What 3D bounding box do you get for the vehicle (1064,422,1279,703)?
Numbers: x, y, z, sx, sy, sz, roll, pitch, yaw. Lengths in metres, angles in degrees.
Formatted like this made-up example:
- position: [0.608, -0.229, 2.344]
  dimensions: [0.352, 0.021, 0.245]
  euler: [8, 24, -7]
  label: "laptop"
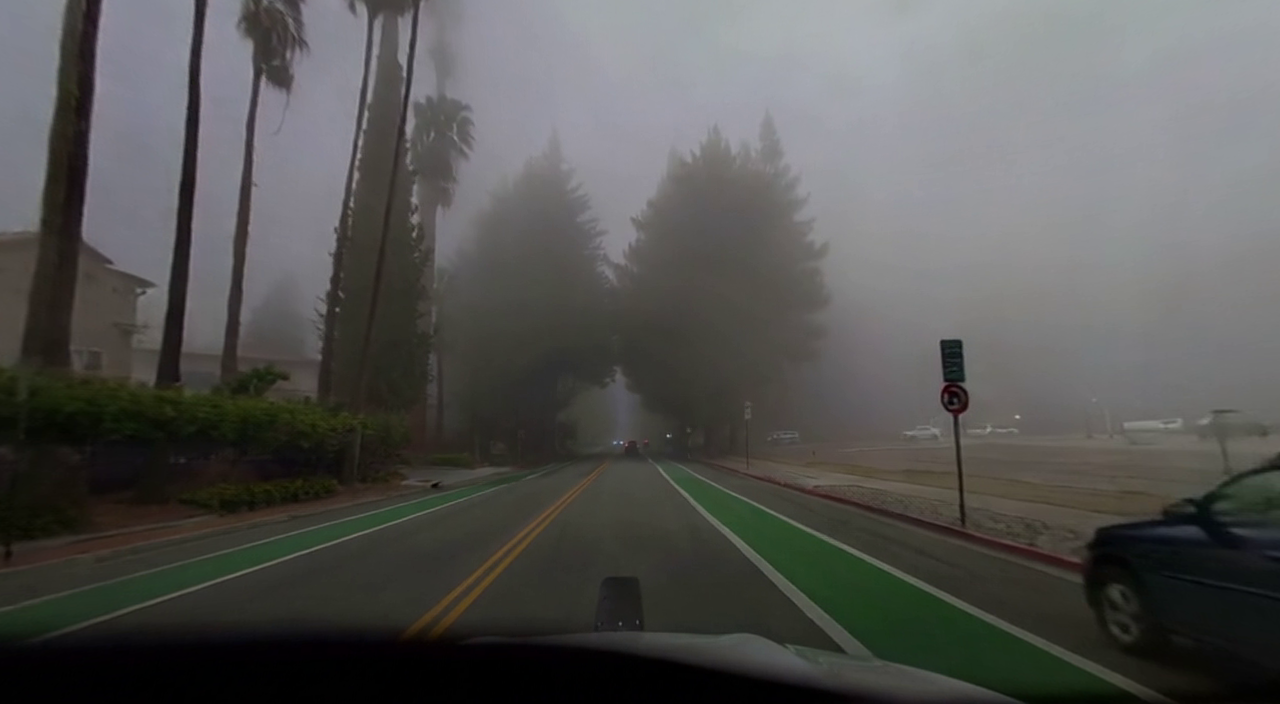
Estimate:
- position: [4.496, 1.114, 2.837]
  dimensions: [1.997, 1.640, 4.494]
  euler: [0, -9, -1]
  label: "vehicle"
